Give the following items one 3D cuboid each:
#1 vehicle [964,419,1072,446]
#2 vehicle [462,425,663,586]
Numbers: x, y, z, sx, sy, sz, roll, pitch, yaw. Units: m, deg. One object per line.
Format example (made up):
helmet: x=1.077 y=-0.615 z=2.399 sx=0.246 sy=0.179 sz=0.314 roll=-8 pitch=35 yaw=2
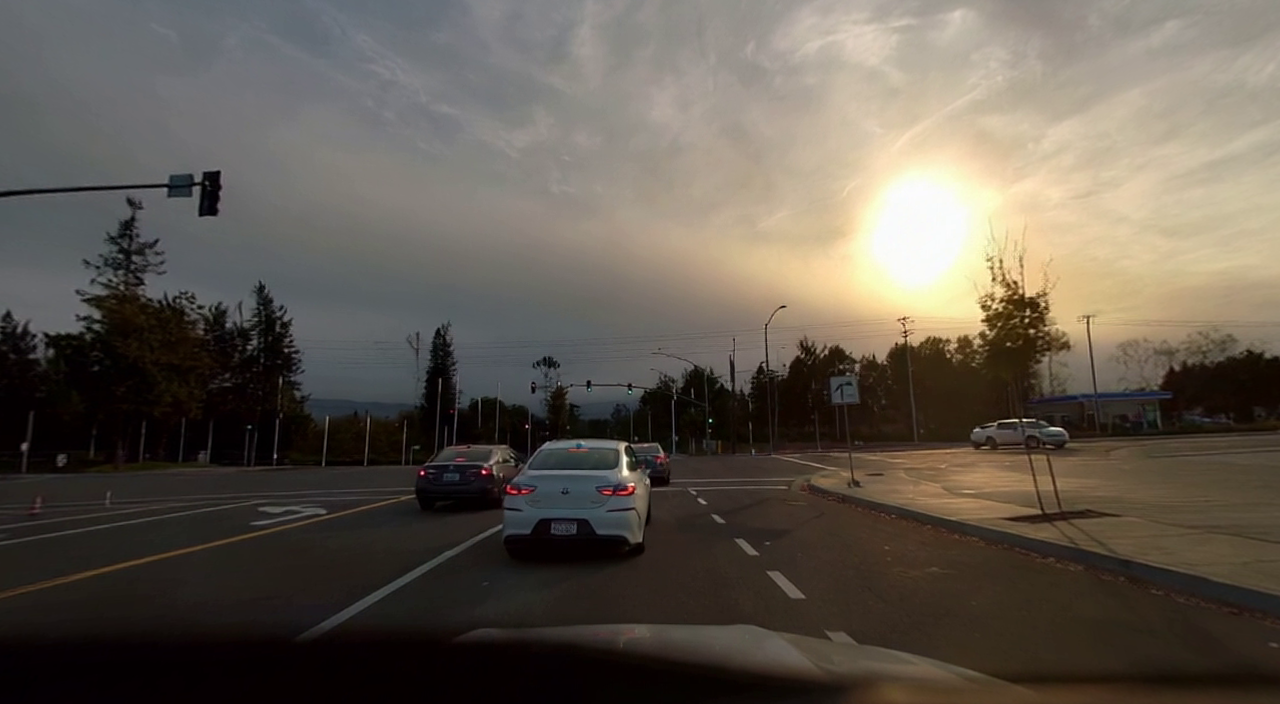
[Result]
vehicle: x=21.699 y=4.652 z=36.397 sx=4.874 sy=1.502 sz=2.048 roll=0 pitch=-8 yaw=1
vehicle: x=-0.661 y=1.791 z=8.299 sx=1.916 sy=1.510 sz=4.447 roll=0 pitch=-8 yaw=2
